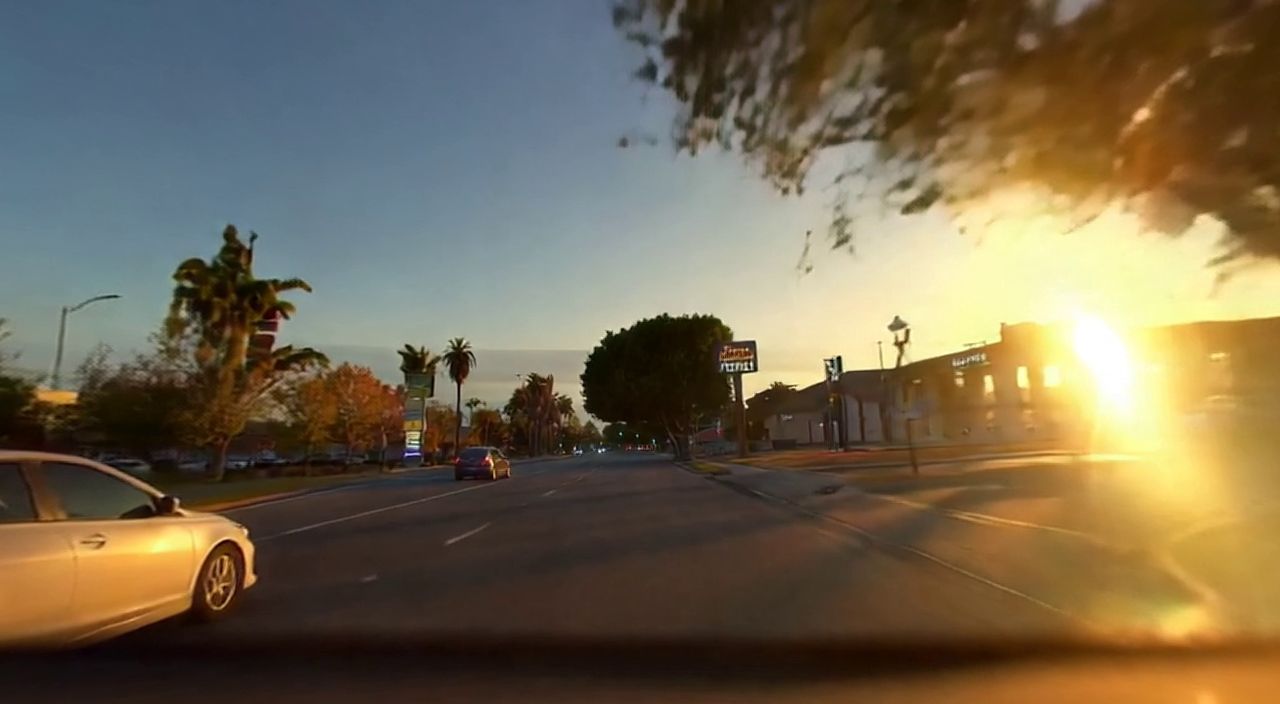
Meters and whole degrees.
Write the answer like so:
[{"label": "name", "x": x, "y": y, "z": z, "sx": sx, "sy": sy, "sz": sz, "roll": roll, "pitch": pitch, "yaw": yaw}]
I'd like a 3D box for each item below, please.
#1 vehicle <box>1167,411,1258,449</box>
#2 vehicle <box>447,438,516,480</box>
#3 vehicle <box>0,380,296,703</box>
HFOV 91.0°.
[{"label": "vehicle", "x": 29.644, "y": 4.089, "z": 32.546, "sx": 4.264, "sy": 1.791, "sz": 2.133, "roll": 5, "pitch": -10, "yaw": -30}, {"label": "vehicle", "x": -7.460, "y": 5.073, "z": 30.119, "sx": 2.136, "sy": 1.844, "sz": 4.363, "roll": 0, "pitch": -9, "yaw": 1}, {"label": "vehicle", "x": -4.182, "y": 1.055, "z": 3.599, "sx": 2.041, "sy": 1.666, "sz": 4.182, "roll": 0, "pitch": -9, "yaw": 0}]
